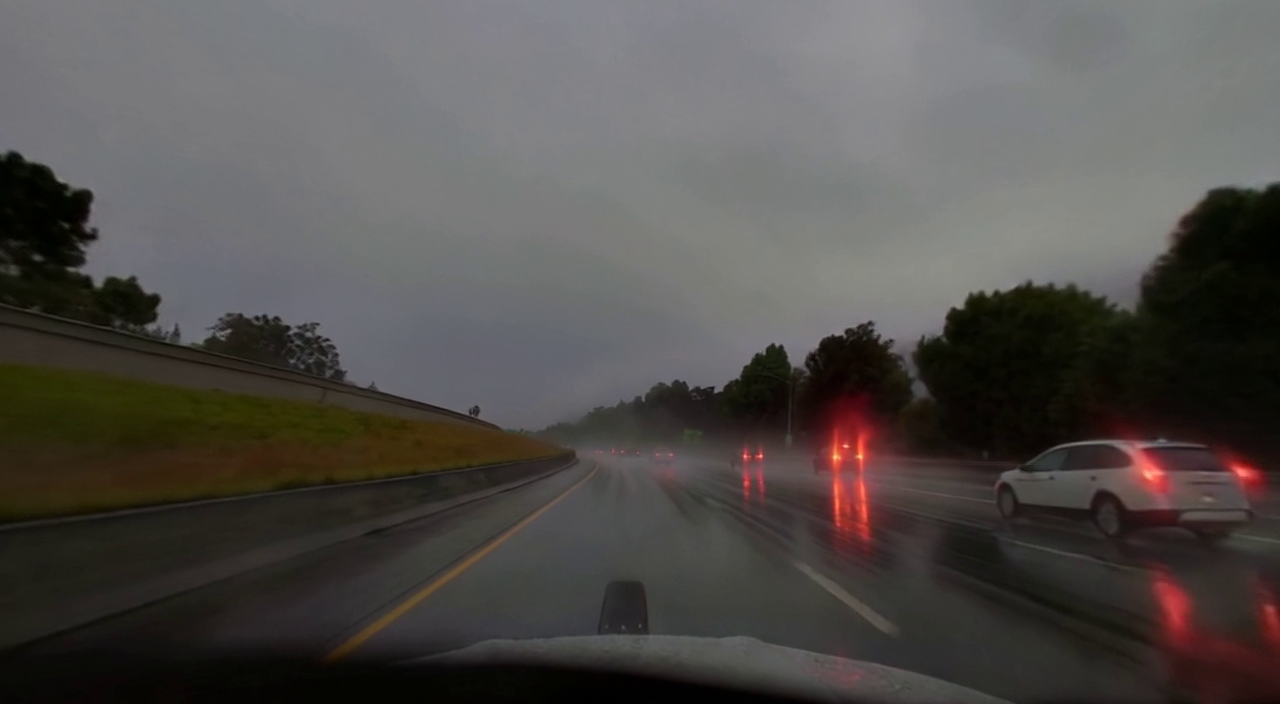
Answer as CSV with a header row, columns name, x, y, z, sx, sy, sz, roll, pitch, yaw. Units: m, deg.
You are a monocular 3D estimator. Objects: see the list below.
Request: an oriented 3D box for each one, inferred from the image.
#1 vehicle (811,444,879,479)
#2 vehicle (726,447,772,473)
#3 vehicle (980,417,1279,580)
name,x,y,z,sx,sy,sz,roll,pitch,yaw
vehicle,10.444,5.577,32.323,1.986,1.644,4.126,1,-8,-2
vehicle,6.494,6.464,37.789,1.940,1.482,3.644,1,-8,-3
vehicle,7.246,1.896,9.001,2.048,1.697,4.689,1,-8,-1
